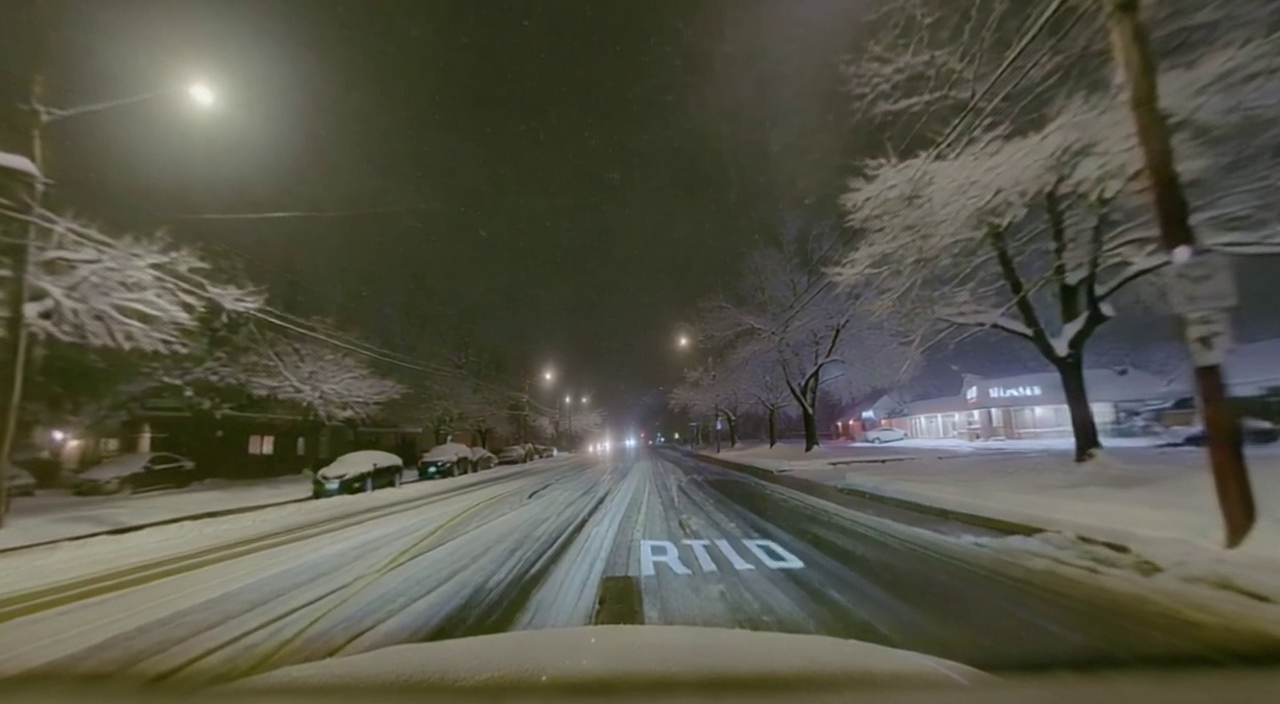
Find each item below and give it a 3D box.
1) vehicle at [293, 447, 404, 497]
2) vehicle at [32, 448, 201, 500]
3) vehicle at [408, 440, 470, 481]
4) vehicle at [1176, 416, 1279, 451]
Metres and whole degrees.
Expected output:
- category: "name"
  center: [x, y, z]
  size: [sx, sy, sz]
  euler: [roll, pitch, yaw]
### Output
- category: "vehicle"
  center: [-11.163, 4.591, 24.632]
  size: [1.950, 1.720, 4.868]
  euler: [-1, -9, 1]
- category: "vehicle"
  center: [-21.398, 4.941, 26.139]
  size: [2.079, 1.877, 4.862]
  euler: [-4, -9, 21]
- category: "vehicle"
  center: [-11.097, 5.975, 35.144]
  size: [2.015, 1.884, 4.488]
  euler: [-6, -8, -2]
- category: "vehicle"
  center: [30.729, 4.180, 32.067]
  size: [1.960, 1.670, 4.863]
  euler: [4, -9, -25]
